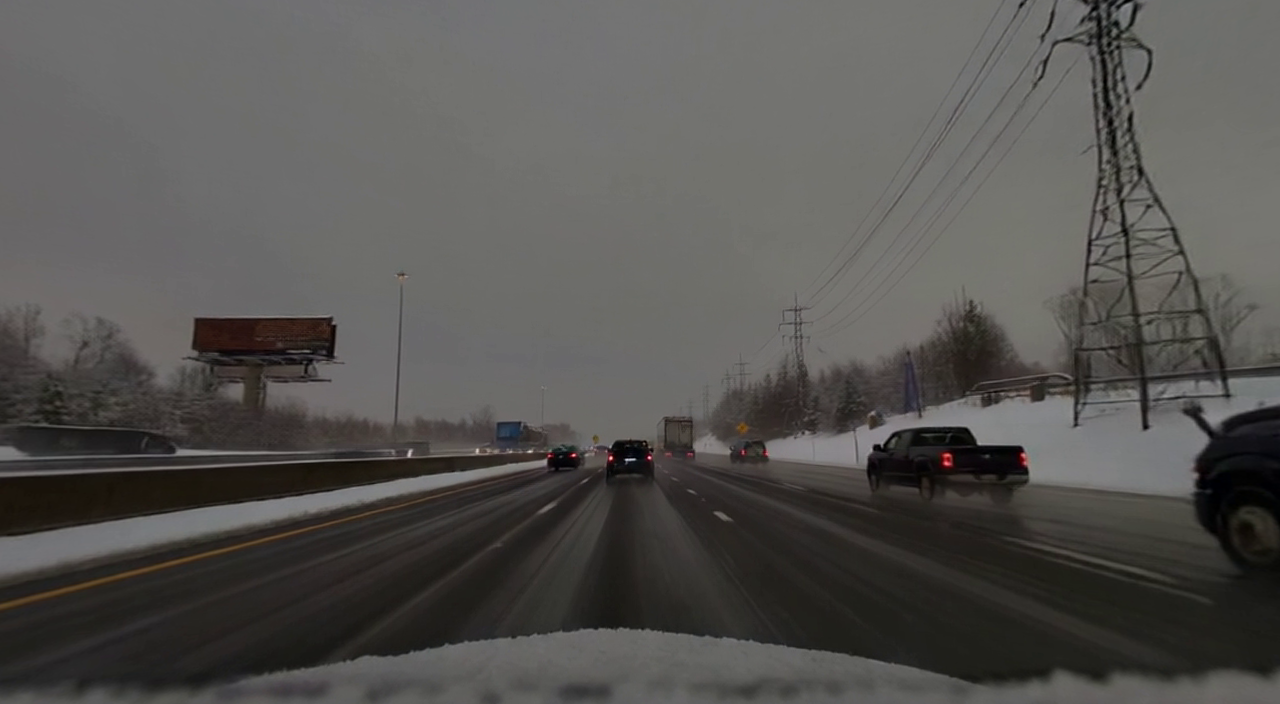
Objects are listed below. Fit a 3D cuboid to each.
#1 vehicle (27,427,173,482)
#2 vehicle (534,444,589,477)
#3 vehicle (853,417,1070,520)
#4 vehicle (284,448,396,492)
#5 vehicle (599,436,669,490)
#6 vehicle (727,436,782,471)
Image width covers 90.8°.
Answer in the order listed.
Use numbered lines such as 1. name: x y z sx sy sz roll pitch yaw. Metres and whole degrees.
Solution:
1. vehicle: -31.825 5.999 37.701 2.736 2.994 6.731 0 -7 -1
2. vehicle: -3.753 5.297 31.049 2.025 1.498 4.675 0 -9 1
3. vehicle: 6.807 2.541 14.283 2.086 1.862 5.232 0 -9 -1
4. vehicle: -10.981 4.315 23.571 1.877 1.457 4.546 0 -9 1
5. vehicle: -0.206 3.772 21.753 2.191 1.685 4.015 0 -9 0
6. vehicle: 6.992 6.270 39.125 2.302 1.973 5.502 0 -9 -1
